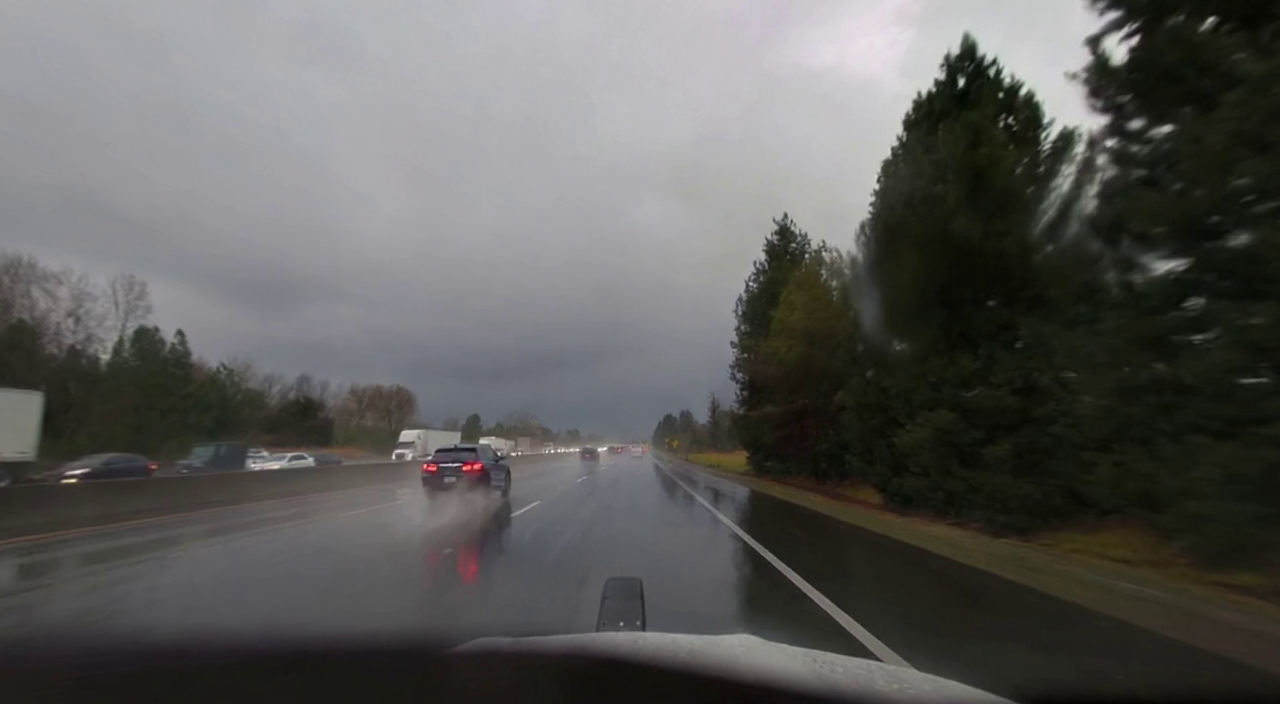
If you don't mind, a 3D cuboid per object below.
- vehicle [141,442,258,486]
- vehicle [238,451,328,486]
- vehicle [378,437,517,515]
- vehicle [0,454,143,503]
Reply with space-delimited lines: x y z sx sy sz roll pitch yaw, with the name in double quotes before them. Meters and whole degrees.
"vehicle" -23.864 6.068 34.584 2.296 2.194 5.699 0 -9 0
"vehicle" -16.042 5.230 28.590 1.863 1.415 3.759 0 -9 0
"vehicle" -4.268 2.807 14.743 1.954 1.541 4.079 0 -9 0
"vehicle" -19.643 4.187 21.318 2.014 1.433 4.417 0 -9 1
